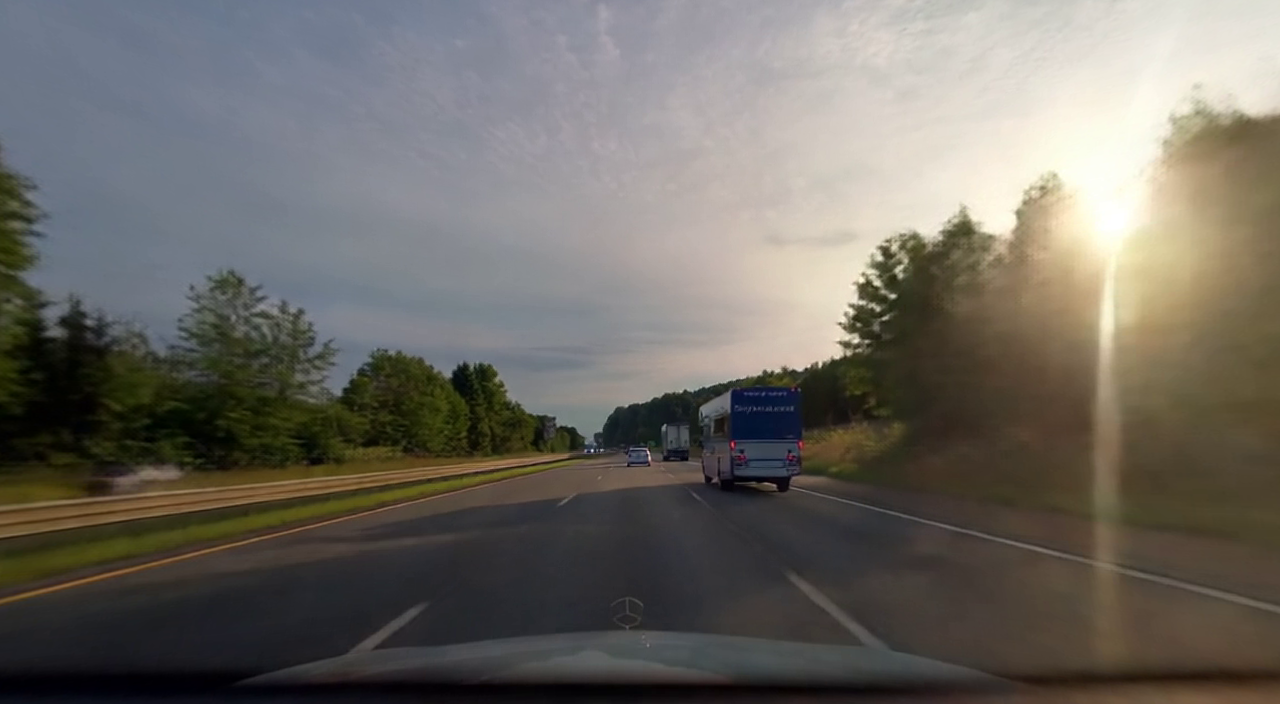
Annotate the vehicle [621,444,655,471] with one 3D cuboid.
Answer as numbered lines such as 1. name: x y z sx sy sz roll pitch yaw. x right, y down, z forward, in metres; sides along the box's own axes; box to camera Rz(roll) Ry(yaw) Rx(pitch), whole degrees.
1. vehicle: -0.092 7.027 42.186 2.151 1.678 3.923 0 -9 1

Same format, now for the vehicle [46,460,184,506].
1. vehicle: -19.260 4.790 23.379 1.732 1.489 3.852 0 -9 1

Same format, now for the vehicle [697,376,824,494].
1. vehicle: 4.018 3.168 23.454 2.931 3.530 8.760 0 -9 0
